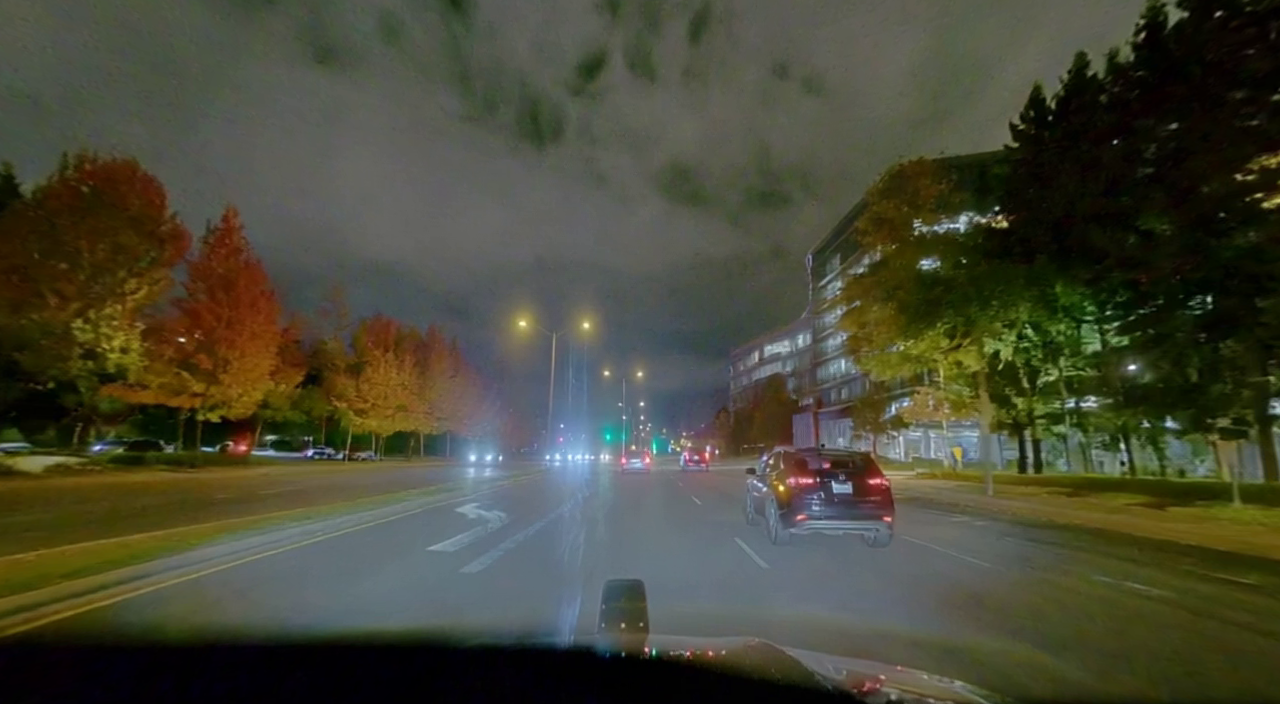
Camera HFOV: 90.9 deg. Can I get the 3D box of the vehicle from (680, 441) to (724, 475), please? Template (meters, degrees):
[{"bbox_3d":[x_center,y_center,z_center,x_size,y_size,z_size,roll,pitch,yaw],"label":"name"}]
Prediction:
[{"bbox_3d":[3.737,6.468,38.766,2.154,1.844,4.634,2,-8,-1],"label":"vehicle"}]

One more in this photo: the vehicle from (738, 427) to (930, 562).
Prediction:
[{"bbox_3d":[2.835,2.126,10.156,1.901,1.634,3.896,3,-8,1],"label":"vehicle"}]

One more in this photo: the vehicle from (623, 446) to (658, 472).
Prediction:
[{"bbox_3d":[0.022,6.494,38.578,1.991,1.477,3.814,0,-8,0],"label":"vehicle"}]
